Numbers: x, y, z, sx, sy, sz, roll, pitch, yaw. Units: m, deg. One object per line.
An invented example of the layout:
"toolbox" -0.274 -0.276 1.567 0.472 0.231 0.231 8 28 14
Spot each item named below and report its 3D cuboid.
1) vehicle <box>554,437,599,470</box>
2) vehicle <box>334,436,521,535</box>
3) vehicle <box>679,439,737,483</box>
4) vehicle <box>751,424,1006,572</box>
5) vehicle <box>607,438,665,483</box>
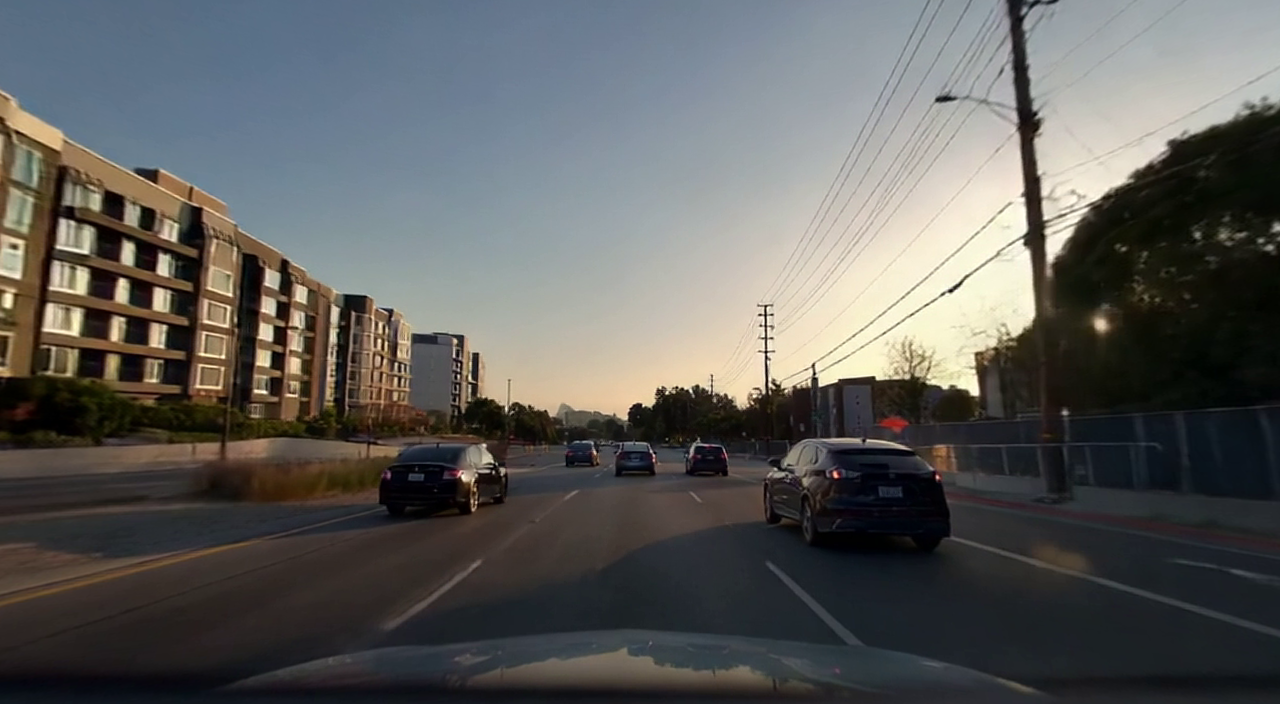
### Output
"vehicle" -3.702 6.034 37.753 2.190 1.832 4.417 0 -8 1
"vehicle" -3.626 2.334 11.714 1.968 1.473 4.209 0 -8 0
"vehicle" 2.937 4.812 28.255 2.029 1.797 4.218 0 -8 -1
"vehicle" 2.980 1.906 9.008 1.975 1.598 4.025 0 -8 -1
"vehicle" -0.161 4.558 26.879 2.291 1.714 4.217 0 -8 0
